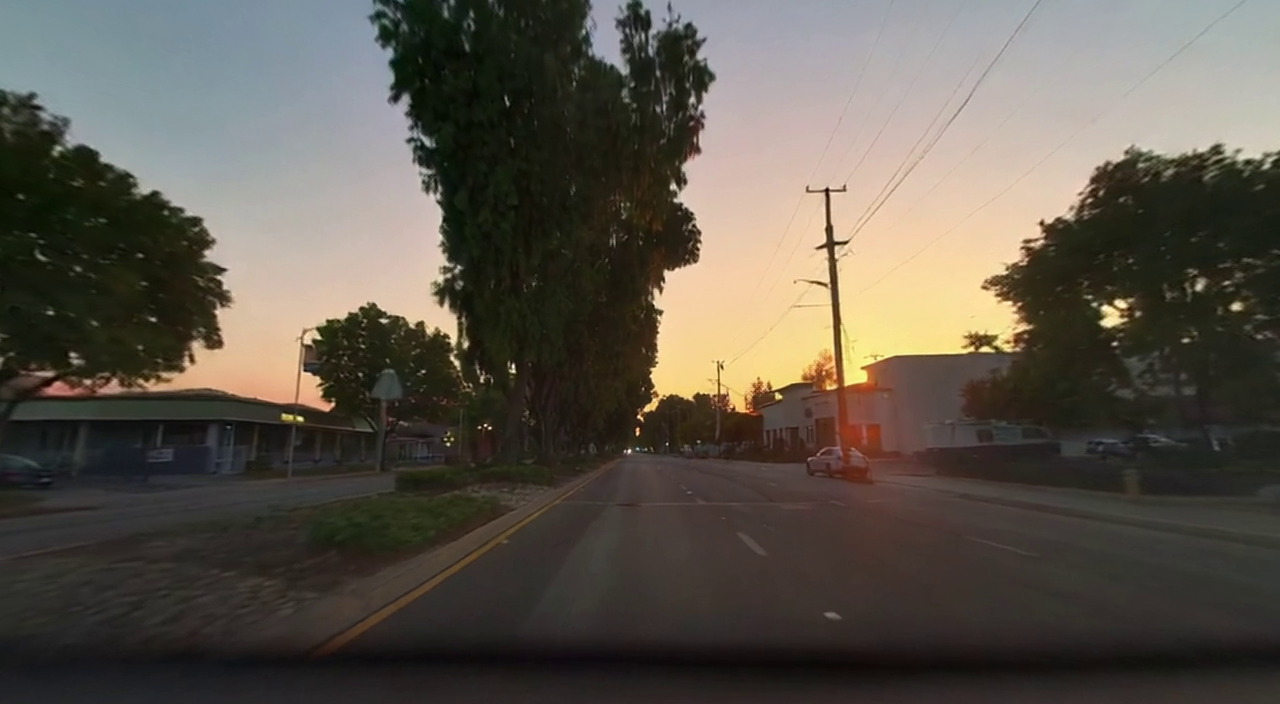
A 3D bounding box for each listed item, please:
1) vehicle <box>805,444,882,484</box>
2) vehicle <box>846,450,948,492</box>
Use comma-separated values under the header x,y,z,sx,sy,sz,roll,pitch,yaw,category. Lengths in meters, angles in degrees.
x,y,z,sx,sy,sz,roll,pitch,yaw,category
9.769,5.395,30.723,2.159,1.767,4.617,0,-9,0,vehicle
9.918,4.617,24.833,1.885,1.461,4.751,0,-9,-2,vehicle
